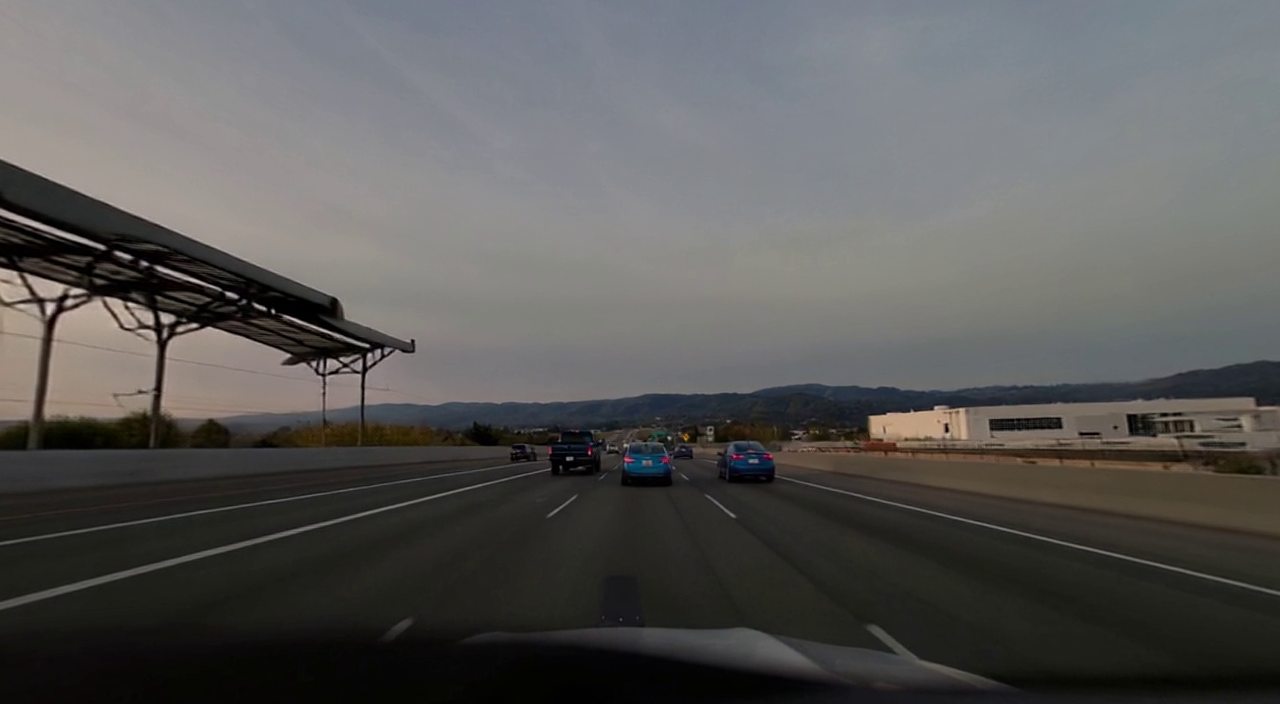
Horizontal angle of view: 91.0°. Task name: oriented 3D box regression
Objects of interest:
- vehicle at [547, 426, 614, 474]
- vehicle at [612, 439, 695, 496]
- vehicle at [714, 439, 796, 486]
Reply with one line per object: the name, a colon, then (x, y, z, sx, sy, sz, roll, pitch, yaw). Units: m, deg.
vehicle: (-2.968, 5.146, 33.107, 2.733, 2.230, 6.820, 0, -9, 1)
vehicle: (0.334, 3.353, 18.693, 2.171, 1.493, 4.081, 0, -9, 0)
vehicle: (3.997, 3.946, 22.798, 2.023, 1.510, 4.773, 0, -9, -1)
